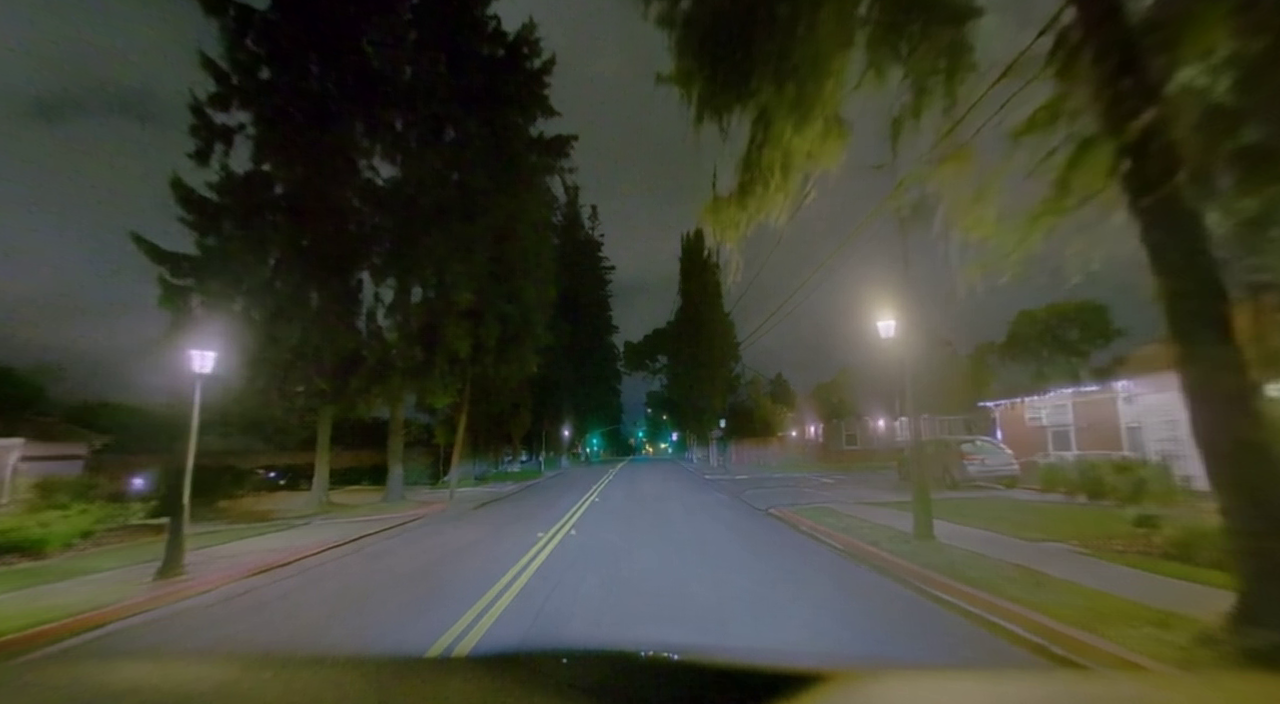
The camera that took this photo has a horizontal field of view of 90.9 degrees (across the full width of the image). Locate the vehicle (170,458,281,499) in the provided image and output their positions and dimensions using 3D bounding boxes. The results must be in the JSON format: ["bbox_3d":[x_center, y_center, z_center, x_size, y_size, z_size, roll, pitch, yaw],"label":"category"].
[{"bbox_3d":[-17.839,5.422,27.376,1.903,1.500,4.214,0,-8,1],"label":"vehicle"}]

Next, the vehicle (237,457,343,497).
[{"bbox_3d":[-14.986,5.336,27.313,1.830,1.495,4.641,0,-8,1],"label":"vehicle"}]

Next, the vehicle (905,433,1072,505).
[{"bbox_3d":[8.674,2.873,16.190,1.806,1.496,4.164,0,-6,-2],"label":"vehicle"}]
